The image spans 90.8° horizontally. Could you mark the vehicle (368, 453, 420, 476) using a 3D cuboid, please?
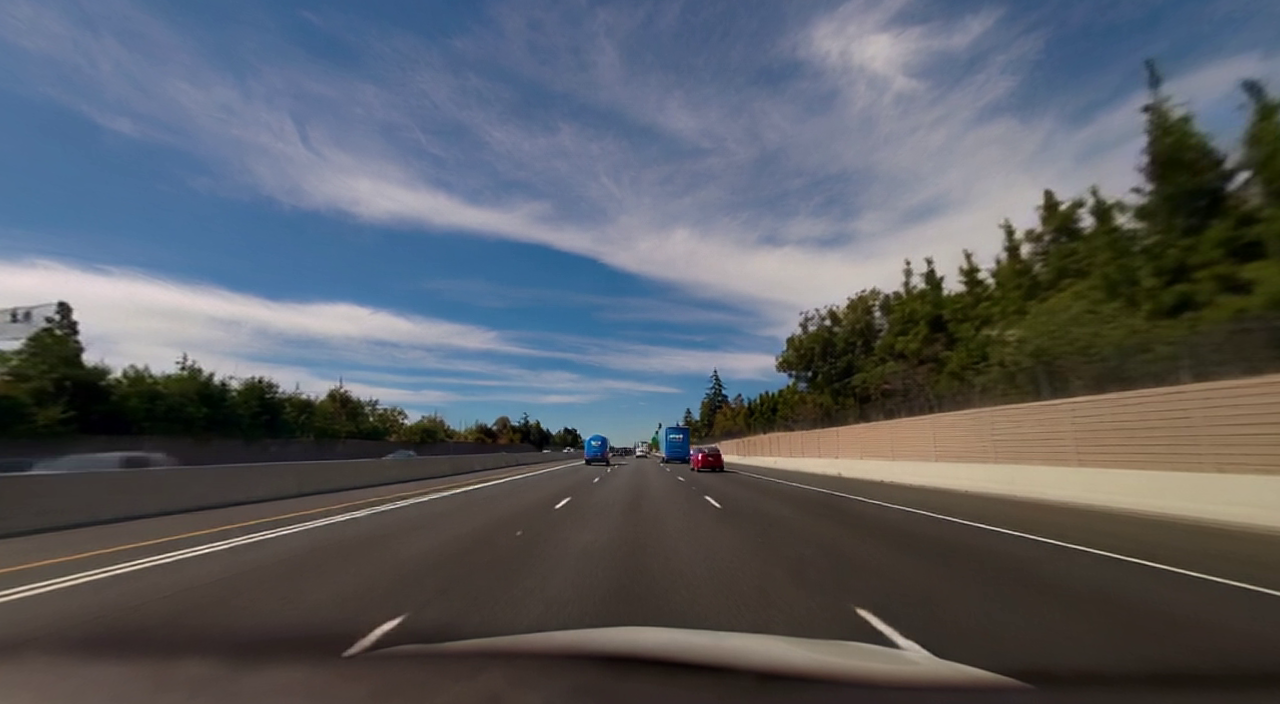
[{"bbox_3d":[-16.665,7.620,43.025,1.845,1.436,4.135,-1,-9,1],"label":"vehicle"}]

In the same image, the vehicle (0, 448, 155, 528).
[{"bbox_3d":[-12.901,2.771,13.231,1.931,1.484,4.452,0,-9,-1],"label":"vehicle"}]

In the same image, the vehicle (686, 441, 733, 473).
[{"bbox_3d":[3.858,5.917,35.698,2.066,1.638,4.158,0,-9,-2],"label":"vehicle"}]
